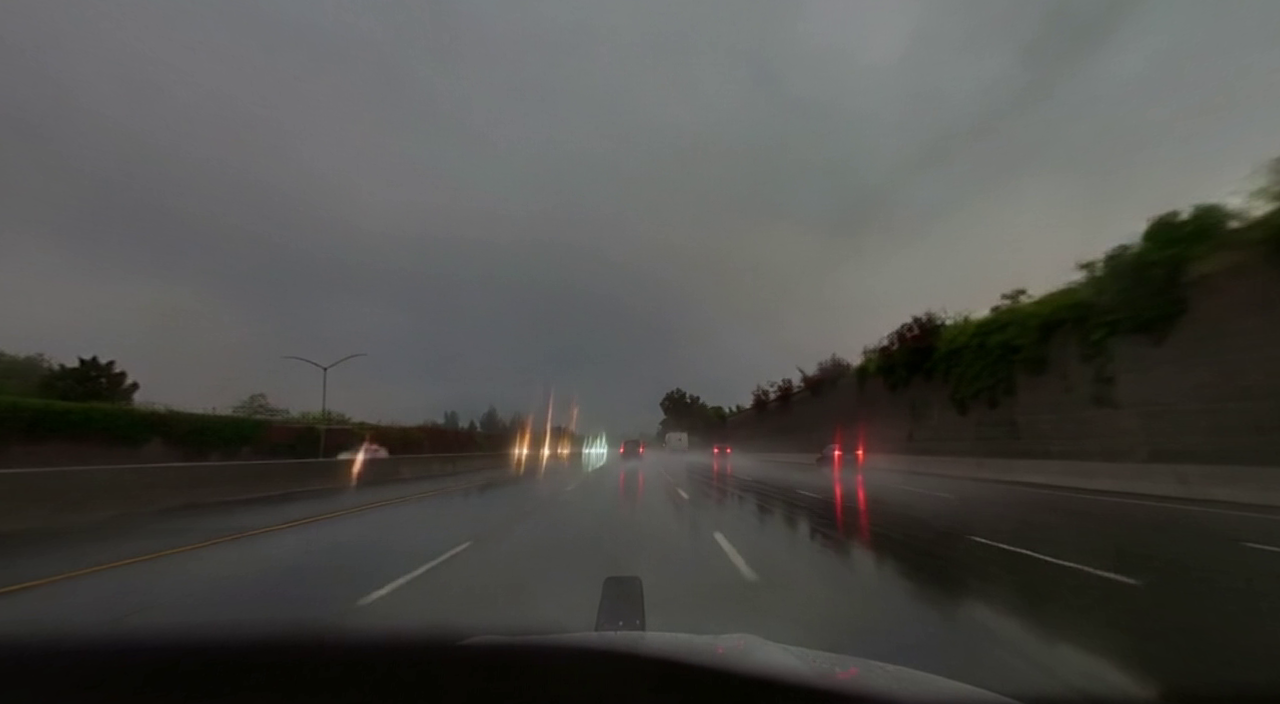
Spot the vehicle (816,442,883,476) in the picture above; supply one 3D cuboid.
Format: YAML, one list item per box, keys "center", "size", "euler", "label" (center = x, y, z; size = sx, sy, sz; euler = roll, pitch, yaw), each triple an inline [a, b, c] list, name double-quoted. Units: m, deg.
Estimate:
- center: [11.088, 5.658, 33.777]
  size: [1.912, 1.673, 4.438]
  euler: [0, -9, -1]
  label: "vehicle"

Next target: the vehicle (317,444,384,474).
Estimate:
- center: [-15.056, 5.559, 33.050]
  size: [1.778, 1.493, 3.619]
  euler: [0, -9, 0]
  label: "vehicle"

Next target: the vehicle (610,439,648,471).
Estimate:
- center: [-0.676, 6.149, 37.866]
  size: [2.121, 1.739, 4.087]
  euler: [0, -9, -1]
  label: "vehicle"
